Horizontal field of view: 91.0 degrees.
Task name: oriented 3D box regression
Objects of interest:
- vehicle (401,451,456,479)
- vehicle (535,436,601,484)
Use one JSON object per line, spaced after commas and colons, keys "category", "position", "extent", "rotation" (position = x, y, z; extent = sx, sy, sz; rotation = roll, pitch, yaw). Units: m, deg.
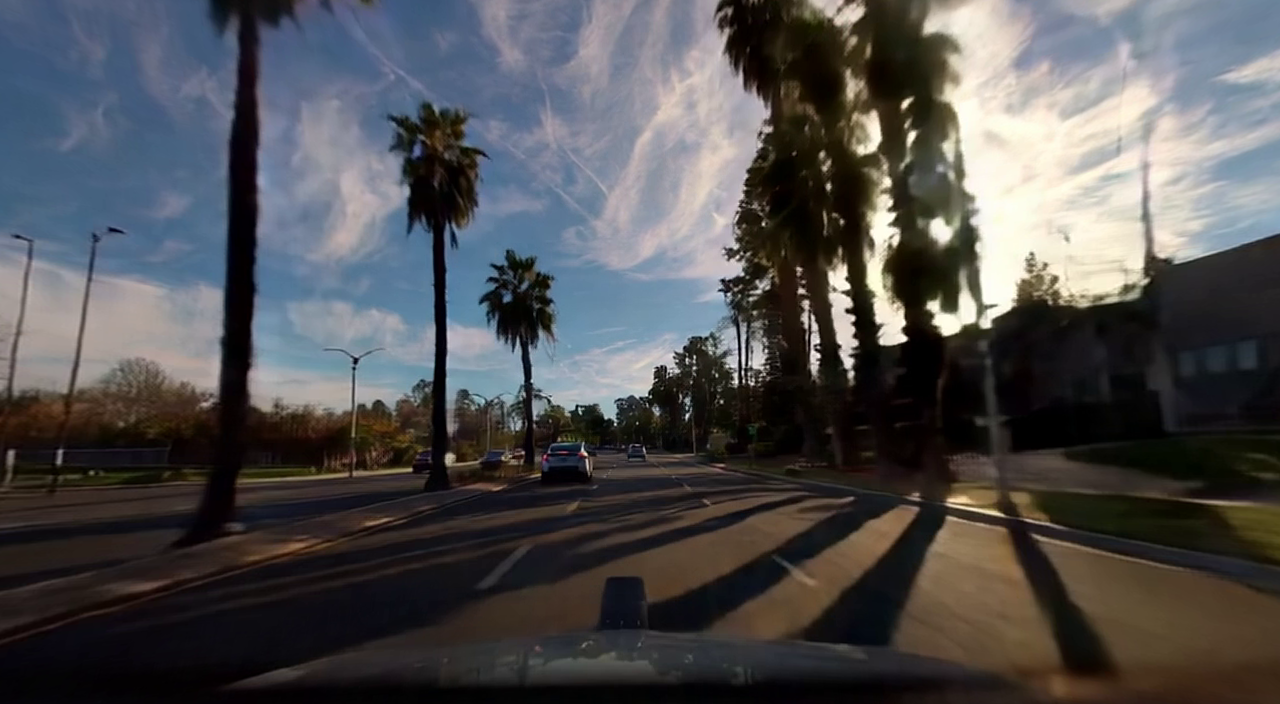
{"category": "vehicle", "position": [-14.253, 7.595, 42.707], "extent": [2.022, 1.756, 4.670], "rotation": [0, -9, 1]}
{"category": "vehicle", "position": [-3.196, 4.990, 29.350], "extent": [2.370, 1.968, 5.698], "rotation": [0, -9, 0]}
